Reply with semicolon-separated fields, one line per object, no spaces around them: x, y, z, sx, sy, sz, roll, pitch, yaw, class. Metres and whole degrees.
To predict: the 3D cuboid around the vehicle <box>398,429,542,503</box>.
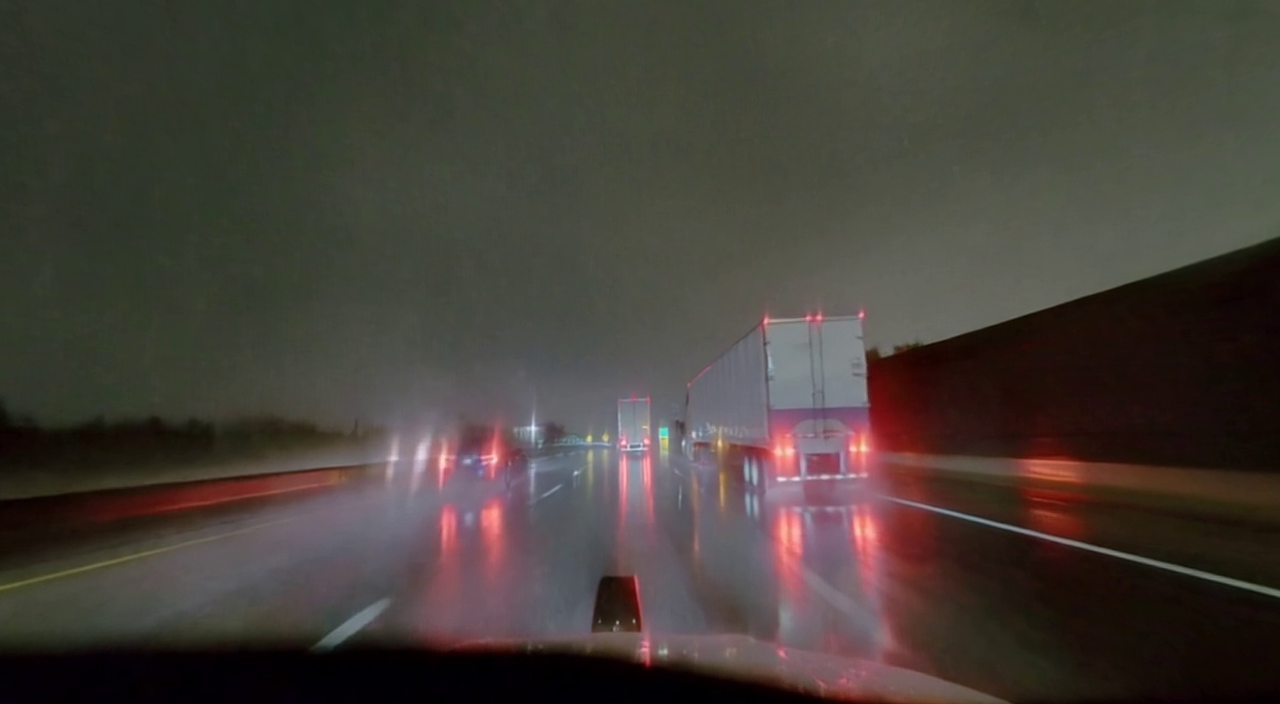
-4.013;2.766;15.998;2.208;1.542;5.138;0;-8;0;vehicle

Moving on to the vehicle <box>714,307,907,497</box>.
4.040;1.567;17.422;2.873;3.998;8.286;0;-8;-1;vehicle

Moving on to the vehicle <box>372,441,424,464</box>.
-16.534;6.868;43.276;1.807;1.474;4.551;0;-8;0;vehicle
